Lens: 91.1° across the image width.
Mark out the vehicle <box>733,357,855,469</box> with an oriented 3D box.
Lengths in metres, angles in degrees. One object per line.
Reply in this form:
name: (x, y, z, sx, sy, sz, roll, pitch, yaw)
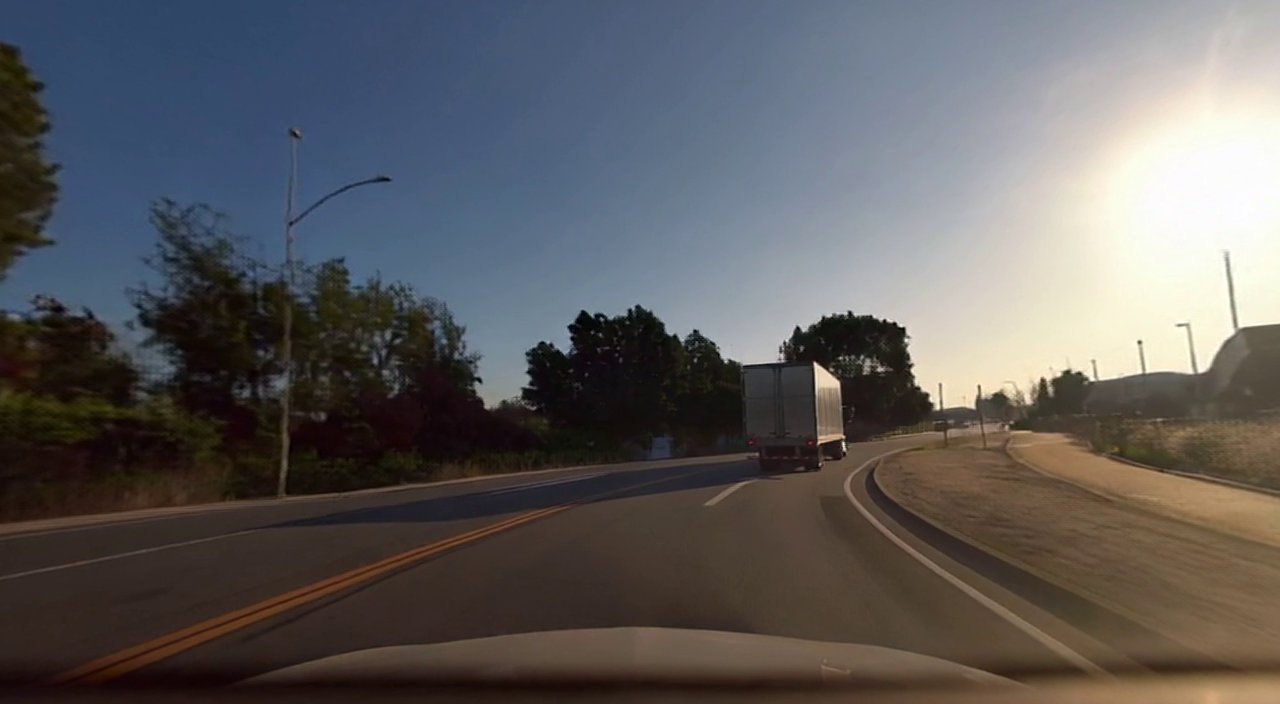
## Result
vehicle: (6.800, 2.724, 26.192, 2.837, 3.712, 10.484, -4, -8, 24)
